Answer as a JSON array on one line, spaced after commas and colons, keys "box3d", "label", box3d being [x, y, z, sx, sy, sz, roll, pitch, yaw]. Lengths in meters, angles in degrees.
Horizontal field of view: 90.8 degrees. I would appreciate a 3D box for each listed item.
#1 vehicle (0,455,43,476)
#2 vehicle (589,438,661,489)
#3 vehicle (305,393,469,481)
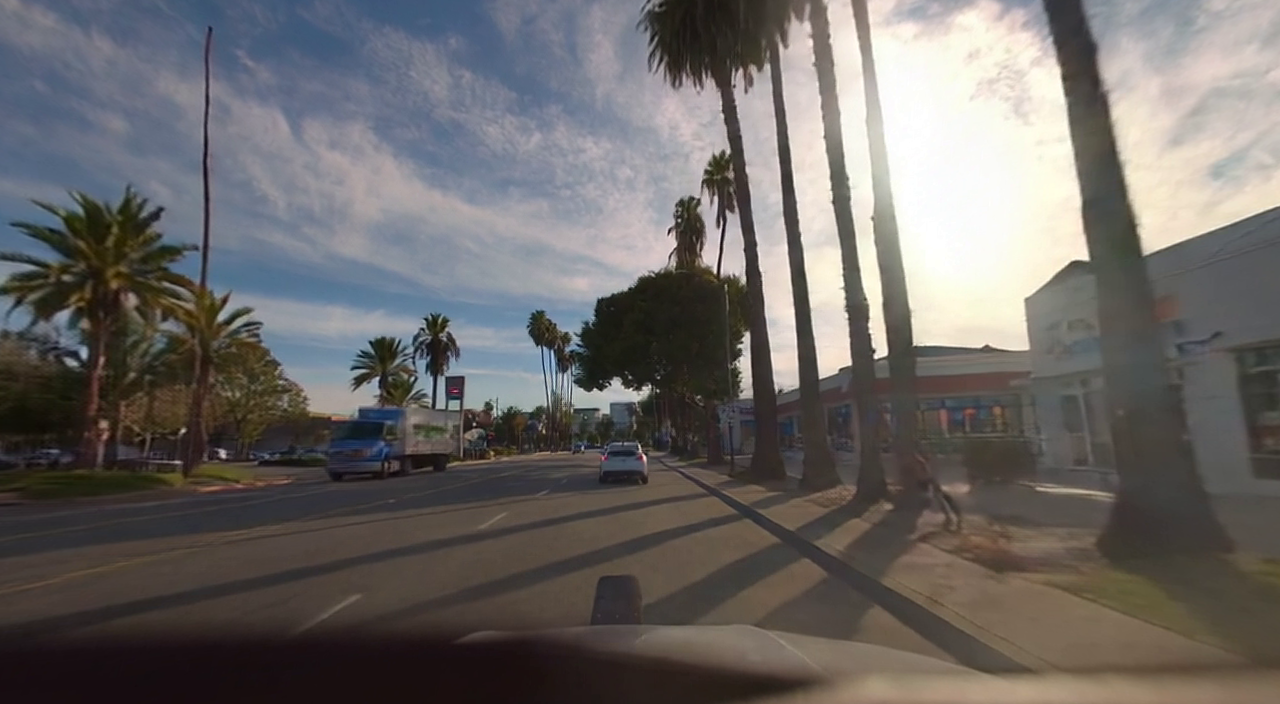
[{"box3d": [-48.656, 8.794, 49.121, 4.087, 1.460, 1.861, -4, -9, 27], "label": "vehicle"}, {"box3d": [-0.462, 3.553, 20.466, 2.076, 1.486, 4.119, 0, -8, -1], "label": "vehicle"}, {"box3d": [-11.790, 4.314, 31.547, 3.022, 3.532, 12.586, 0, -8, 0], "label": "vehicle"}]
